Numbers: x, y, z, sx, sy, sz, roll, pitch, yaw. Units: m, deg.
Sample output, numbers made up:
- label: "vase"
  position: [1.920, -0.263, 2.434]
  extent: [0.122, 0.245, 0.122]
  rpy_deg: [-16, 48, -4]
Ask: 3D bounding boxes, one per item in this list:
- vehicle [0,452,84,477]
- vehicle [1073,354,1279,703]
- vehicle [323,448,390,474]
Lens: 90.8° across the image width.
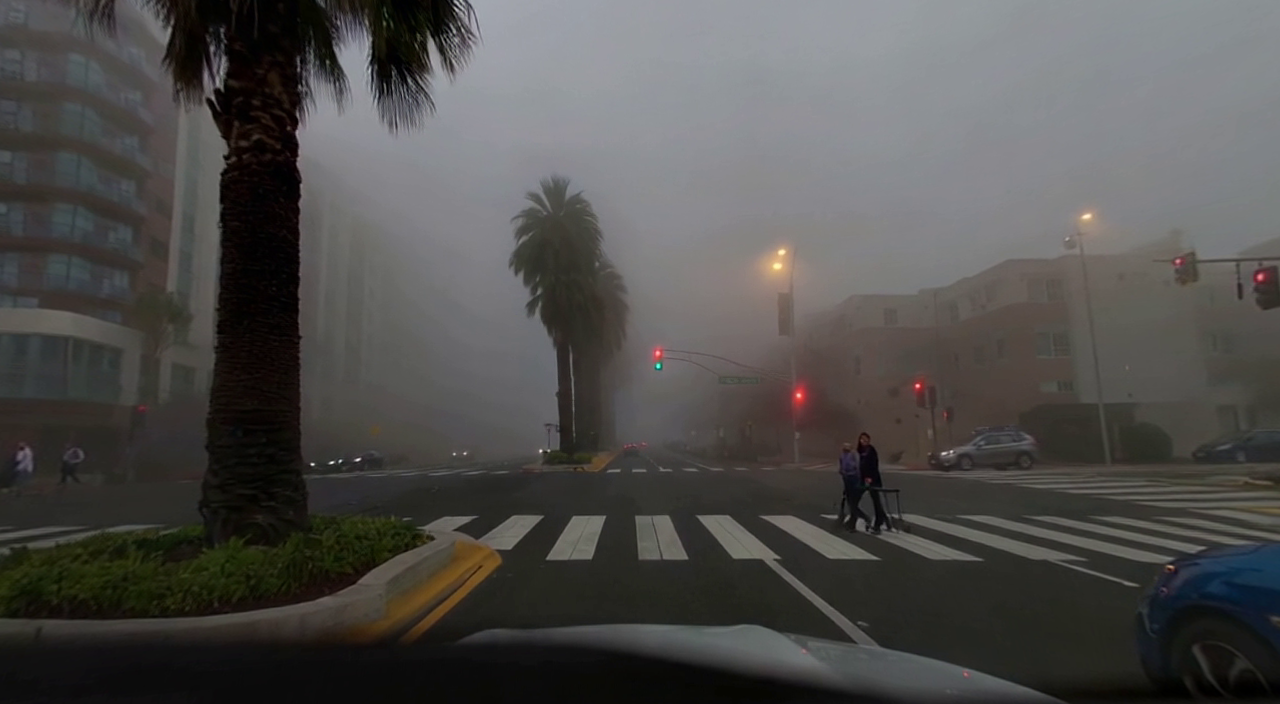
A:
- label: "vehicle"
  position: [-41.574, 7.776, 43.998]
  extent: [1.804, 1.598, 4.362]
  rpy_deg: [0, -9, -3]
- label: "vehicle"
  position: [3.301, 0.661, 1.118]
  extent: [2.060, 1.631, 4.169]
  rpy_deg: [0, -9, 0]
- label: "vehicle"
  position: [-19.696, 7.543, 44.164]
  extent: [2.357, 1.678, 5.014]
  rpy_deg: [0, -9, 0]
